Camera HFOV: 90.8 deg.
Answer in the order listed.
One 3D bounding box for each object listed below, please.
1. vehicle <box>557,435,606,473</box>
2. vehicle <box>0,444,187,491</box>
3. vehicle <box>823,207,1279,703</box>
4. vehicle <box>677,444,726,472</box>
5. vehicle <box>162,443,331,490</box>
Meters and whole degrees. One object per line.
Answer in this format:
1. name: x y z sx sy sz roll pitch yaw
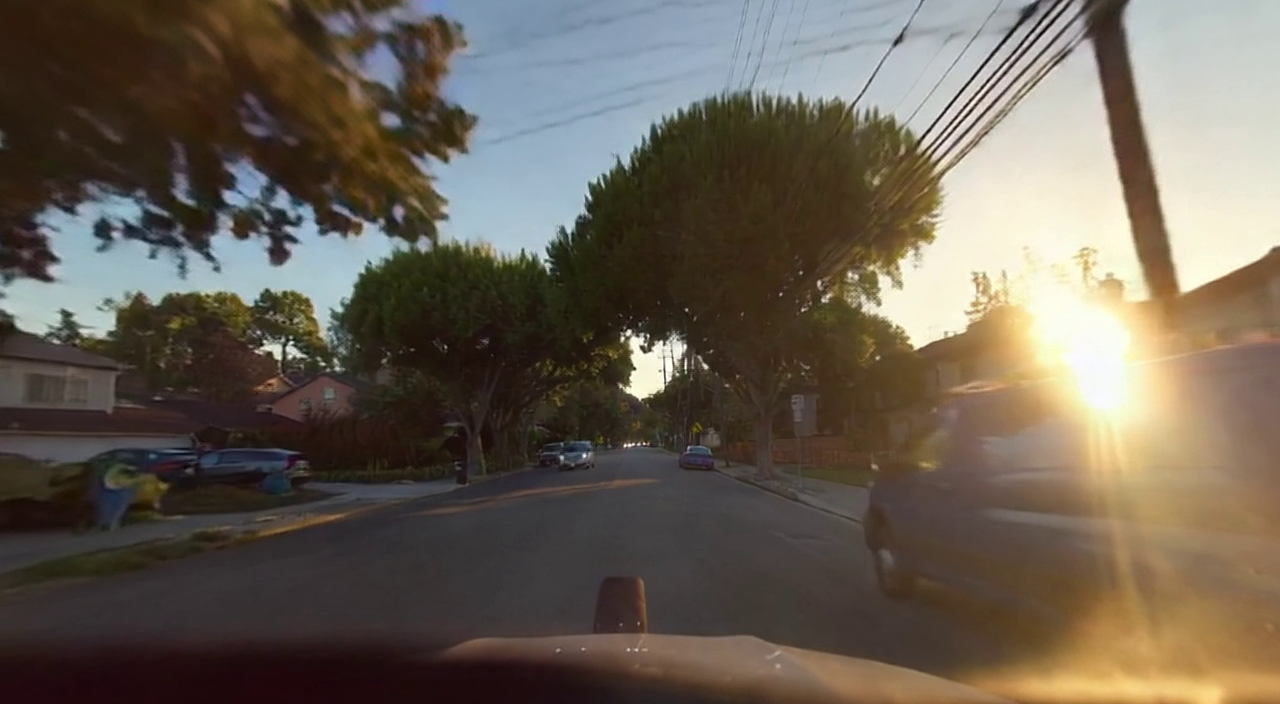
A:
1. vehicle: -3.017 5.423 33.671 2.032 1.836 4.520 -1 -9 2
2. vehicle: -18.502 3.903 21.500 4.615 1.482 2.073 -1 -8 2
3. vehicle: 3.030 0.870 3.618 2.311 2.069 5.156 0 -9 -1
4. vehicle: 3.308 5.809 34.958 1.944 1.439 4.500 0 -9 -4
5. vehicle: -13.268 3.878 21.545 4.443 1.475 1.932 0 -9 -2
